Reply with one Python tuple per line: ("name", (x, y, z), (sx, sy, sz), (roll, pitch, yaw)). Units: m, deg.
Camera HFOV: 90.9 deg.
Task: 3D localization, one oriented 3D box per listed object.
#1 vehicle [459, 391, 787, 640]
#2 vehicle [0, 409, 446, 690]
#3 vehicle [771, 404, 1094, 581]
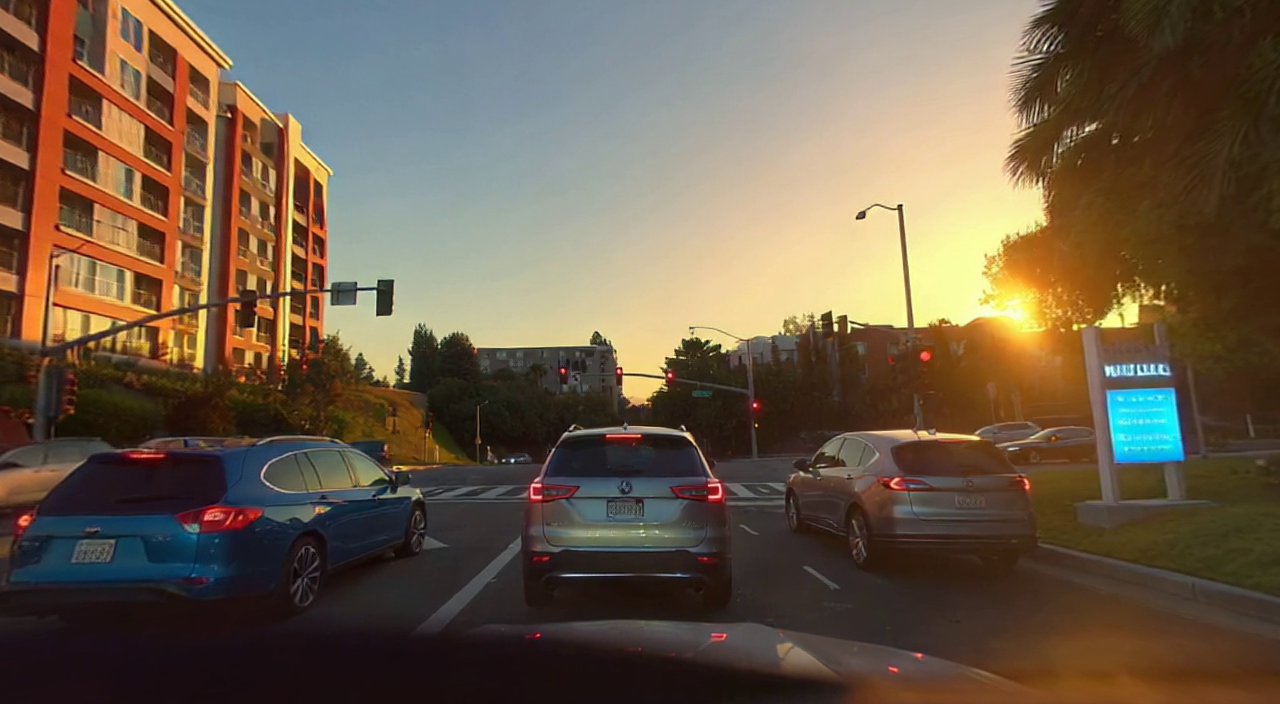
("vehicle", (-0.128, 1.409, 6.436), (2.195, 1.662, 4.262), (0, -8, 0))
("vehicle", (-3.545, 1.419, 5.813), (1.906, 1.524, 4.547), (0, -8, 2))
("vehicle", (3.228, 1.660, 8.259), (2.004, 1.646, 4.554), (0, -8, 0))
